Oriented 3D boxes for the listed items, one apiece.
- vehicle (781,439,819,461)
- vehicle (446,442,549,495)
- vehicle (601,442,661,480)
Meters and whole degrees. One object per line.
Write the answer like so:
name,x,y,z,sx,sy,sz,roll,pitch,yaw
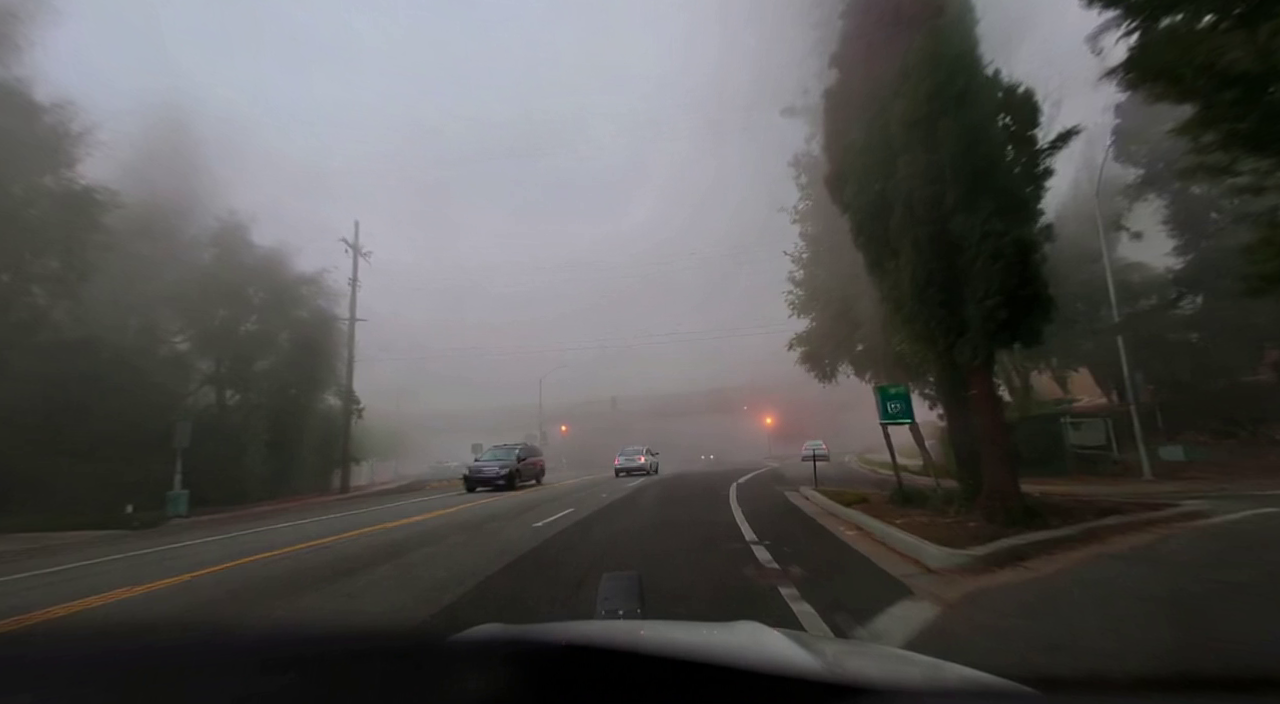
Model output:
vehicle,11.784,7.169,46.198,2.058,1.475,4.587,-3,-9,22
vehicle,-5.493,4.569,25.336,2.177,1.871,5.550,-1,-9,7
vehicle,-0.312,4.897,28.717,1.997,1.542,4.202,-1,-9,9
